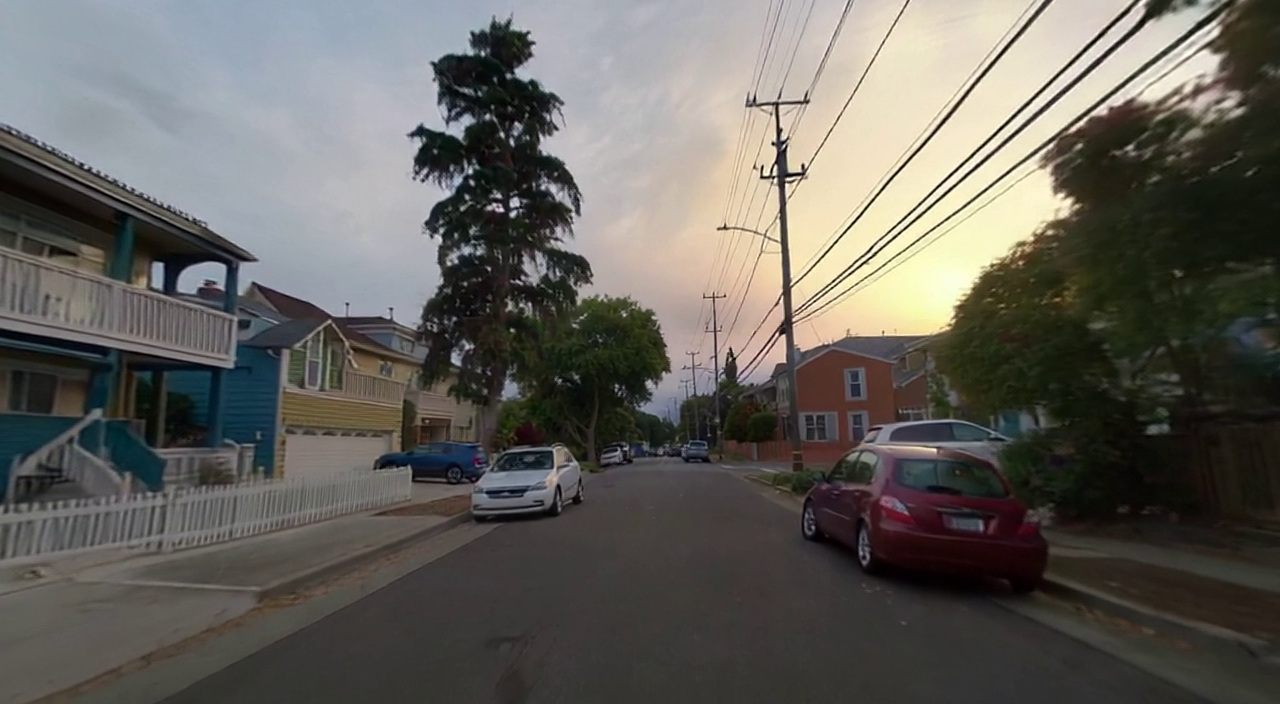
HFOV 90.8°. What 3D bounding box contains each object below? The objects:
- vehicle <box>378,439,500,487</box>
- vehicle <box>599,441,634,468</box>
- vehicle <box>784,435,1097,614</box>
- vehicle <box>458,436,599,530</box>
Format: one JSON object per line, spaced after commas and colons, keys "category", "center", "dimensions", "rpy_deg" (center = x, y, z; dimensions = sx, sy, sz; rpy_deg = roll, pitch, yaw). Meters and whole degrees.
{"category": "vehicle", "center": [-7.976, 4.400, 25.327], "dimensions": [4.088, 1.779, 2.109], "rpy_deg": [0, -7, 5]}
{"category": "vehicle", "center": [-1.629, 7.295, 45.304], "dimensions": [2.082, 1.759, 4.541], "rpy_deg": [-2, -8, 2]}
{"category": "vehicle", "center": [3.401, 1.957, 8.412], "dimensions": [2.043, 1.631, 4.613], "rpy_deg": [1, -7, 2]}
{"category": "vehicle", "center": [-2.477, 3.040, 15.444], "dimensions": [2.204, 1.655, 4.813], "rpy_deg": [-8, -8, 2]}
